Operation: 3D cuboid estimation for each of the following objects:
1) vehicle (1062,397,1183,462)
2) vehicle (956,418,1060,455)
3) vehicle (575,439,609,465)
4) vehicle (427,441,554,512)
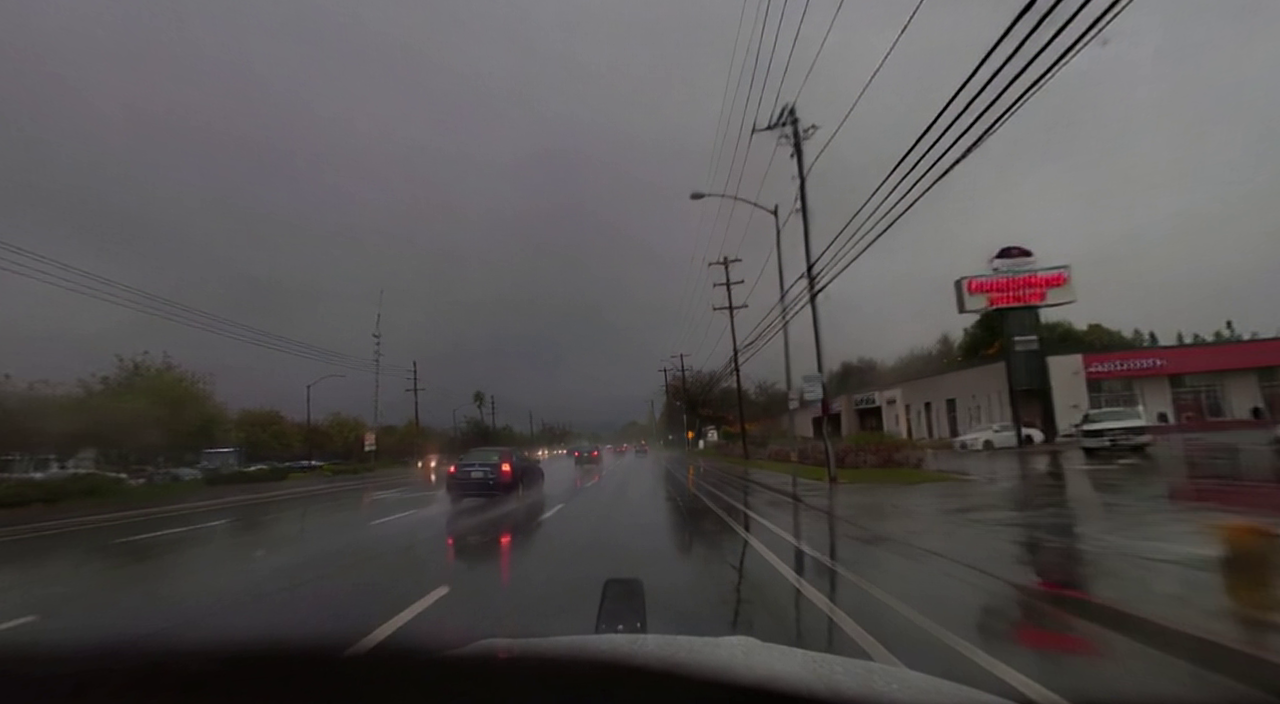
[{"bbox_3d":[16.485,2.607,21.452,4.319,1.812,2.020,1,-10,-39],"label":"vehicle"},{"bbox_3d":[16.552,3.828,28.298,4.497,1.548,1.997,5,-10,-30],"label":"vehicle"},{"bbox_3d":[-3.421,7.231,45.499,2.087,1.736,4.311,0,-9,0],"label":"vehicle"},{"bbox_3d":[-3.446,2.969,15.493,1.942,1.469,4.426,0,-9,2],"label":"vehicle"}]
